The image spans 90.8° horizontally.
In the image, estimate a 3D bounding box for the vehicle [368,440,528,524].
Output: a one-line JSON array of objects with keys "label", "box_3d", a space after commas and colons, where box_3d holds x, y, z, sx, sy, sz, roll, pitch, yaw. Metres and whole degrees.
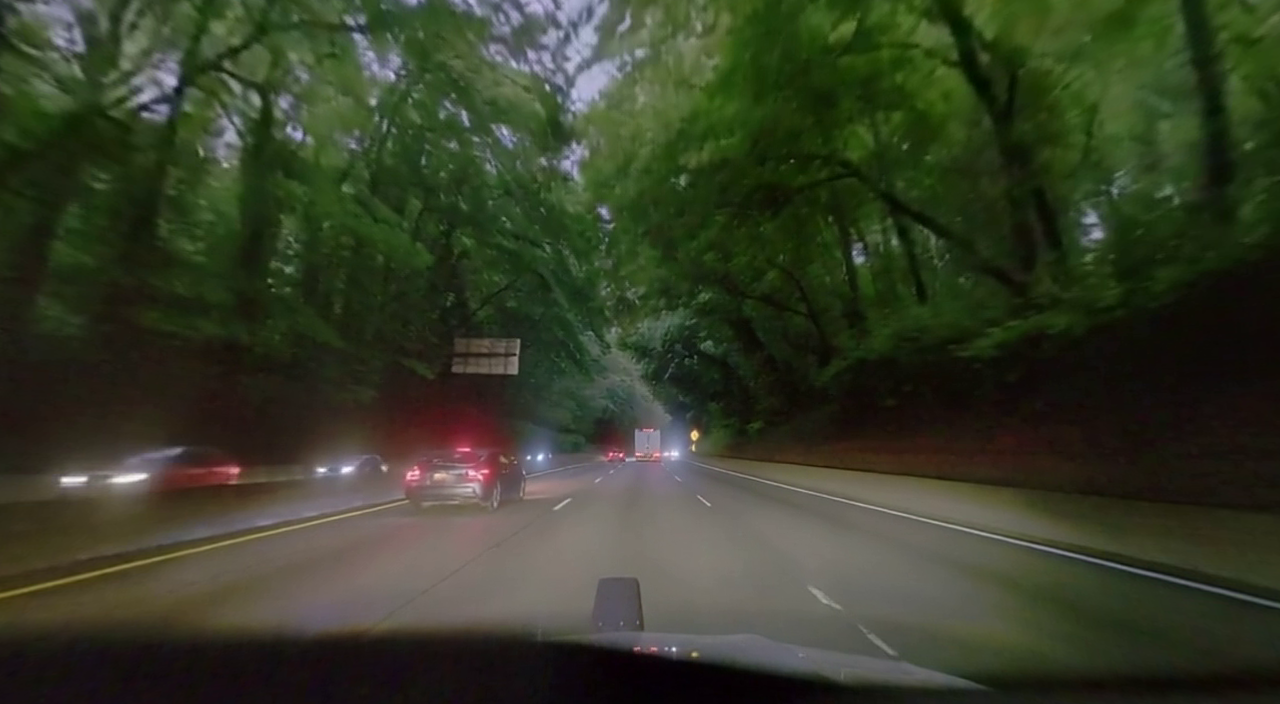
[{"label": "vehicle", "box_3d": [-3.942, 2.762, 13.933, 2.027, 1.519, 4.578, 0, -9, 1]}]

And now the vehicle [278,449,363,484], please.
[{"label": "vehicle", "box_3d": [-16.261, 5.837, 32.421, 1.957, 1.648, 4.562, 0, -9, 0]}]

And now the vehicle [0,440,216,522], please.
[{"label": "vehicle", "box_3d": [-12.092, 2.800, 14.204, 2.089, 1.546, 4.227, 0, -9, 0]}]
